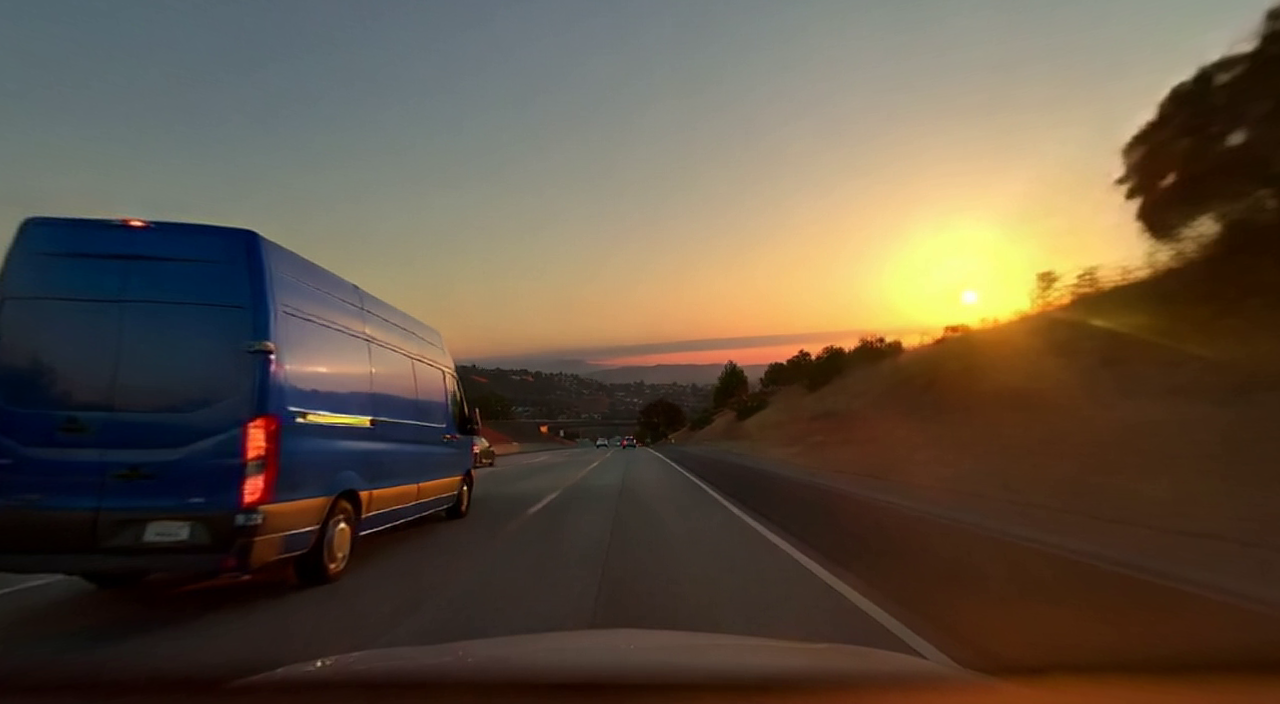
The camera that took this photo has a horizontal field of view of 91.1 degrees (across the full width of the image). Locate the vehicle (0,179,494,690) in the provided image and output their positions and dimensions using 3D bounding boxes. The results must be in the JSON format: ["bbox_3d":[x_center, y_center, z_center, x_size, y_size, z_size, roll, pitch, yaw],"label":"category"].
[{"bbox_3d":[-3.684,0.870,7.081,2.428,2.782,7.330,0,-8,-1],"label":"vehicle"}]
